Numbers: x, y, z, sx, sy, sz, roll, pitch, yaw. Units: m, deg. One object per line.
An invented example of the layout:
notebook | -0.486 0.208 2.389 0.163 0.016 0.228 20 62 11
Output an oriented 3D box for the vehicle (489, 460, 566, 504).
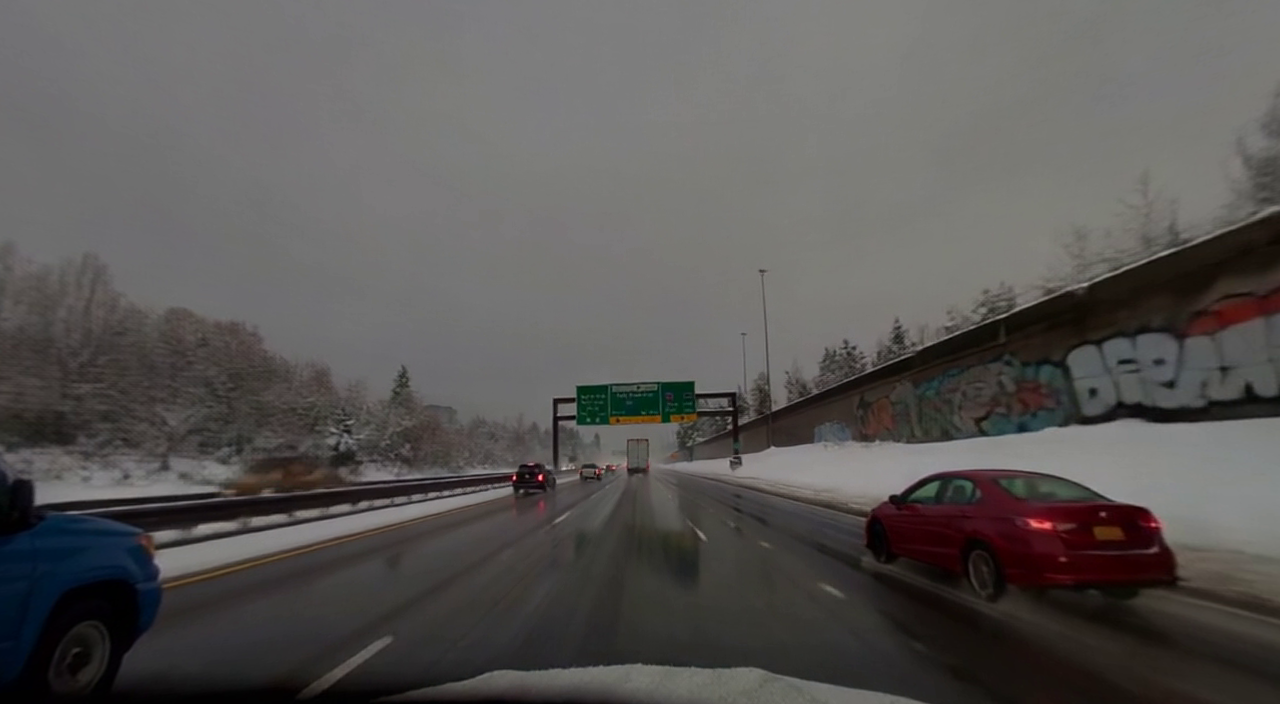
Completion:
vehicle | -4.028 4.760 23.324 2.054 1.443 4.131 1 -10 0

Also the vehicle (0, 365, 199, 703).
vehicle | -3.386 0.618 1.050 2.004 1.610 4.508 1 -10 0

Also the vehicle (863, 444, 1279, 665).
vehicle | 4.039 1.764 6.433 1.917 1.458 4.199 1 -10 -1

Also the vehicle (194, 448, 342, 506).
vehicle | -12.859 4.389 22.279 2.152 1.779 4.964 1 -10 0
